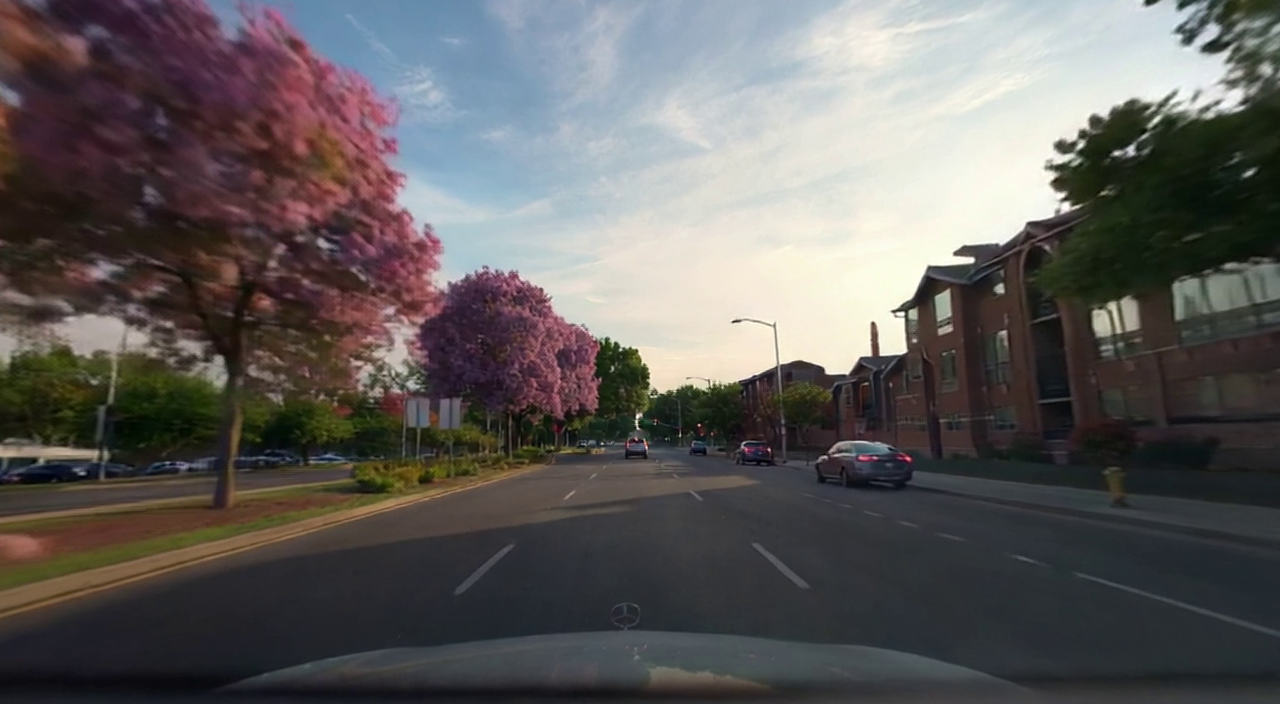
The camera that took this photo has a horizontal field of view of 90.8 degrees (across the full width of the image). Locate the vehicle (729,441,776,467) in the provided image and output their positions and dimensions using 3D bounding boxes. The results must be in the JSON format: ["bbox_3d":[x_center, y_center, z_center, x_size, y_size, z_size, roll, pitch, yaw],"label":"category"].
[{"bbox_3d":[6.785,6.180,38.516,2.032,1.449,4.413,0,-9,0],"label":"vehicle"}]

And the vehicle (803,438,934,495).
[{"bbox_3d":[6.553,3.338,18.841,1.891,1.456,4.909,0,-9,-3],"label":"vehicle"}]
